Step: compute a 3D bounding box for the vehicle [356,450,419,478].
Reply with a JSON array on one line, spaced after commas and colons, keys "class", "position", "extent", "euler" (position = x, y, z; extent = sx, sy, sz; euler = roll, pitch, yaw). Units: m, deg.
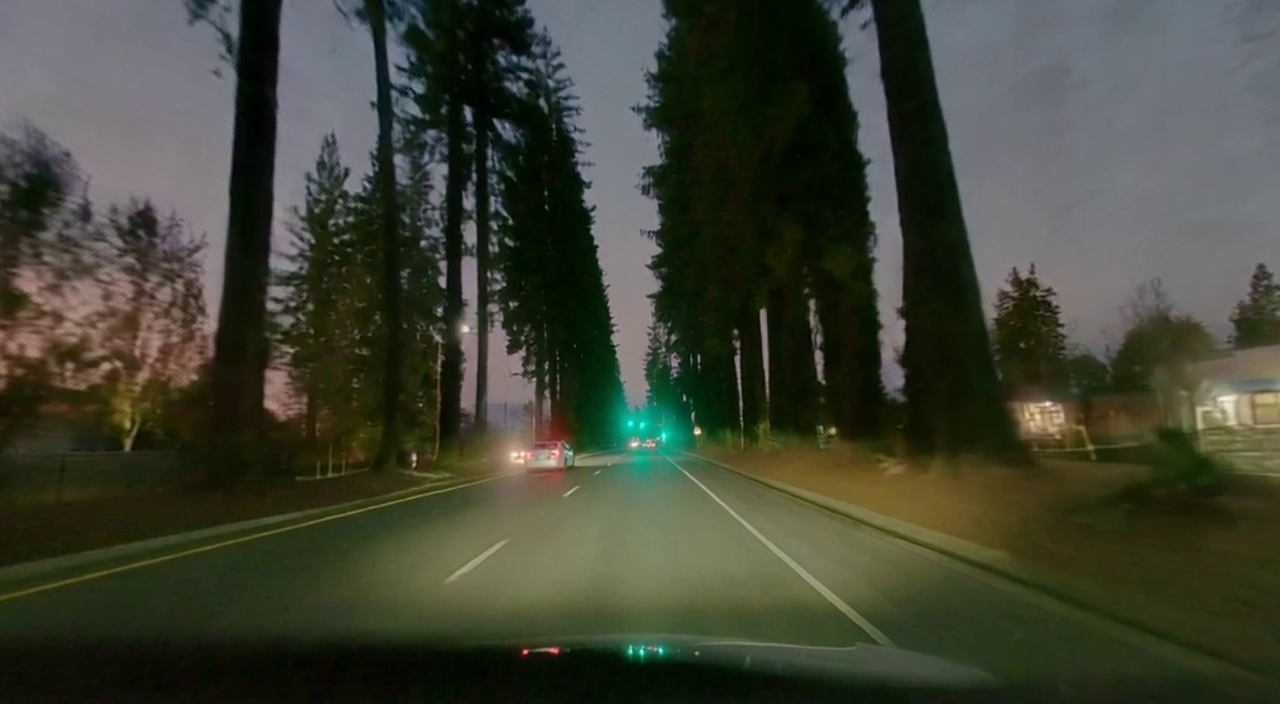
[{"class": "vehicle", "position": [-15.953, 7.074, 40.103], "extent": [1.967, 1.581, 4.663], "euler": [0, -8, 1]}]

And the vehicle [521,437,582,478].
[{"class": "vehicle", "position": [-3.794, 4.615, 27.806], "extent": [1.914, 1.630, 4.351], "euler": [0, -8, 2]}]
